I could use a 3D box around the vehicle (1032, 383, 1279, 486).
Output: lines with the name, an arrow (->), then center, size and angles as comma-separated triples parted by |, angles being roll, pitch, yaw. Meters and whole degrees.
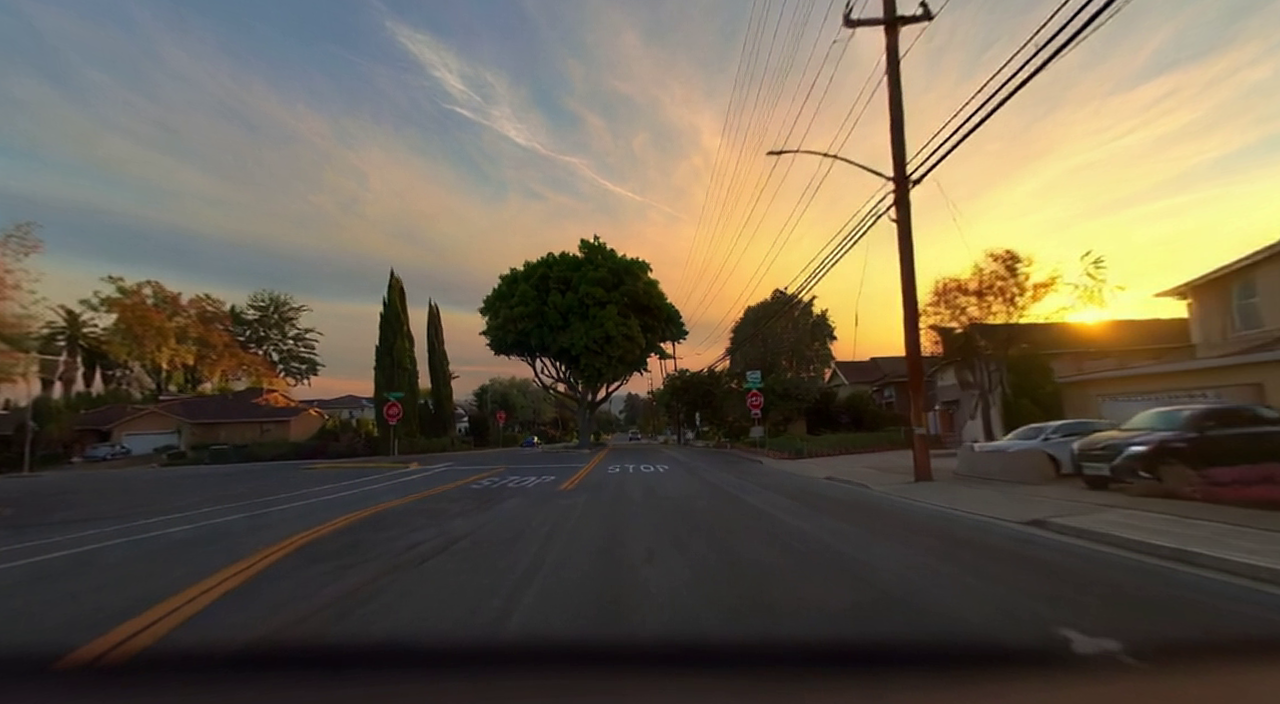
vehicle -> 10.700, 1.622, 12.334 | 4.544, 1.807, 2.204 | -1, -8, 3
